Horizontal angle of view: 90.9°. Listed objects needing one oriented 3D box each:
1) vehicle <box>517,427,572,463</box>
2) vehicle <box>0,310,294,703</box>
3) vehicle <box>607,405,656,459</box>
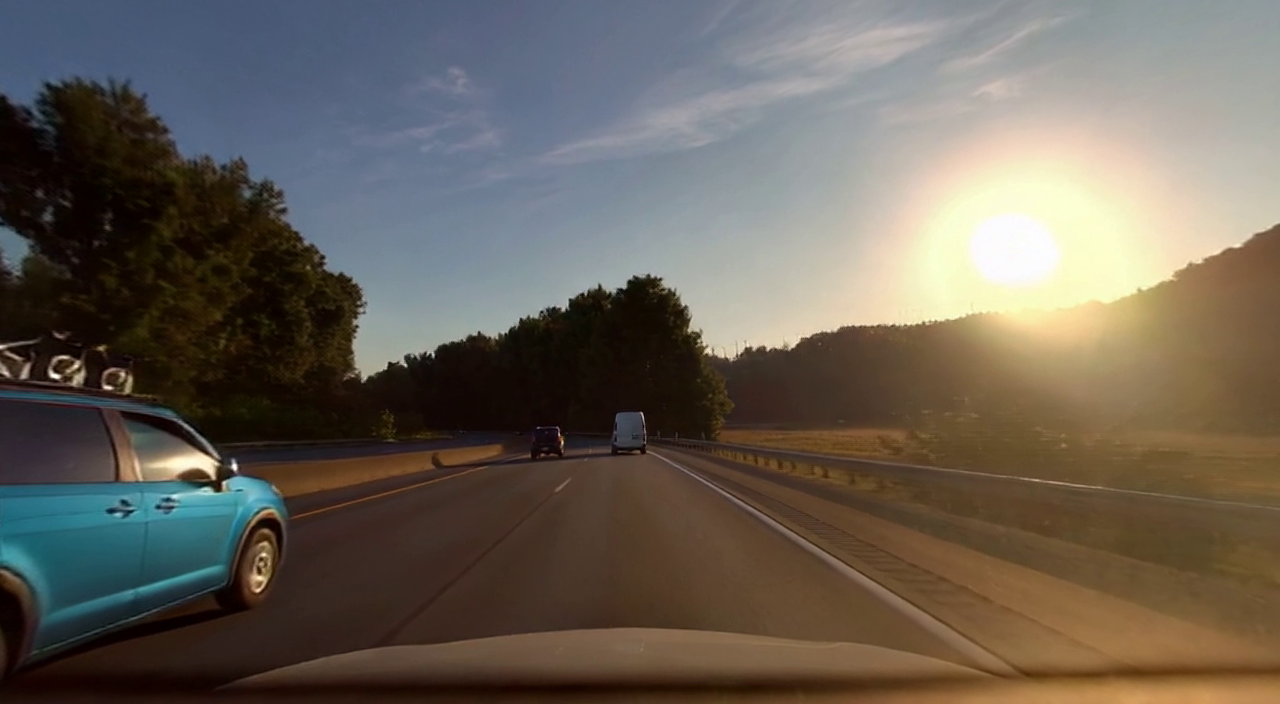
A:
[{"bbox_3d":[-4.645,4.574,31.231,2.110,1.636,4.453,0,-8,-1],"label":"vehicle"},{"bbox_3d":[-3.645,0.682,2.349,2.069,1.751,4.720,0,-8,-1],"label":"vehicle"},{"bbox_3d":[-0.610,4.712,37.033,2.647,2.896,6.480,1,-8,-3],"label":"vehicle"}]
